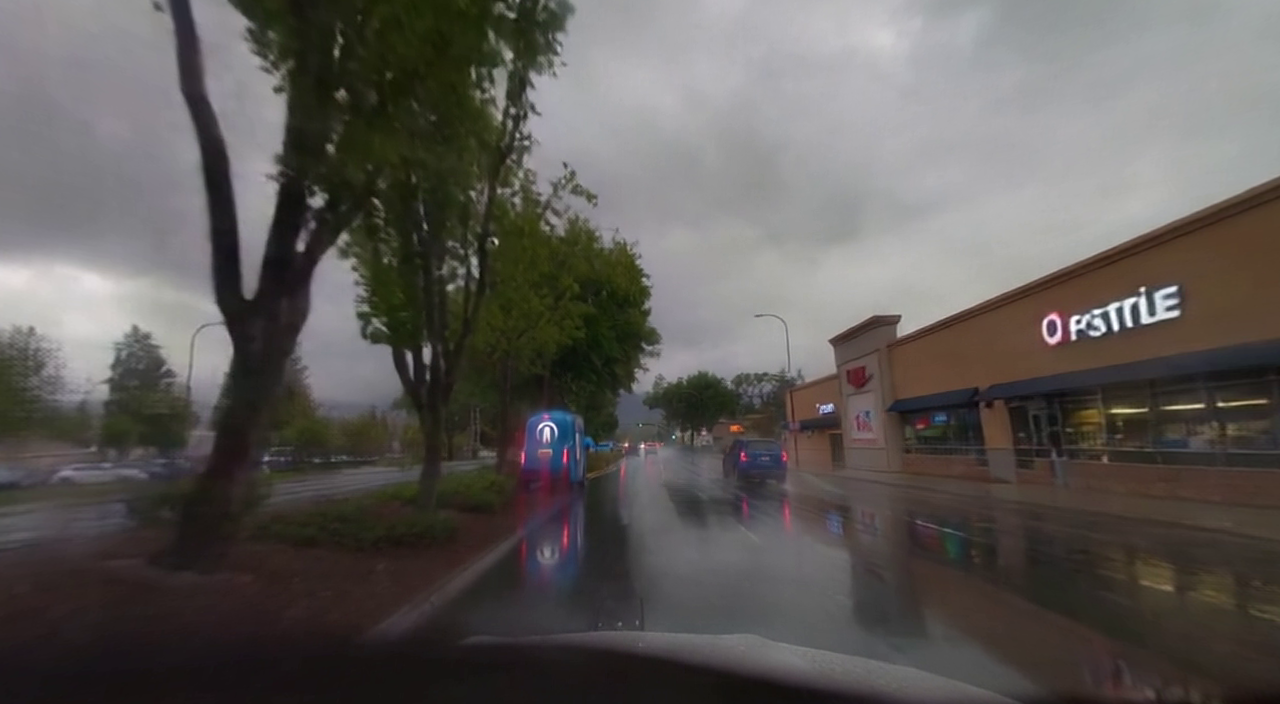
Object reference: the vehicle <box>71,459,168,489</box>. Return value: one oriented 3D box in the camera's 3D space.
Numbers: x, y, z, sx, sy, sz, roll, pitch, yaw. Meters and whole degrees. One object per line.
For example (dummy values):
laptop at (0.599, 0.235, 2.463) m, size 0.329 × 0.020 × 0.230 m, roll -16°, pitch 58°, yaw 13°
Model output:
vehicle at (-31.445, 7.349, 38.327) m, size 4.225 × 1.449 × 1.819 m, roll 1°, pitch -9°, yaw -27°

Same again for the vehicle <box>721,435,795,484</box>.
vehicle at (4.283, 3.991, 23.642) m, size 1.869 × 1.646 × 4.166 m, roll 0°, pitch -9°, yaw -1°

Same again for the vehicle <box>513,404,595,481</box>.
vehicle at (-3.325, 3.723, 25.879) m, size 2.443 × 2.784 × 5.862 m, roll 0°, pitch -9°, yaw 1°

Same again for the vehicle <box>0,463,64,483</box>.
vehicle at (-48.202, 9.453, 49.272) m, size 4.456 × 1.479 × 1.868 m, roll 1°, pitch -10°, yaw -8°
